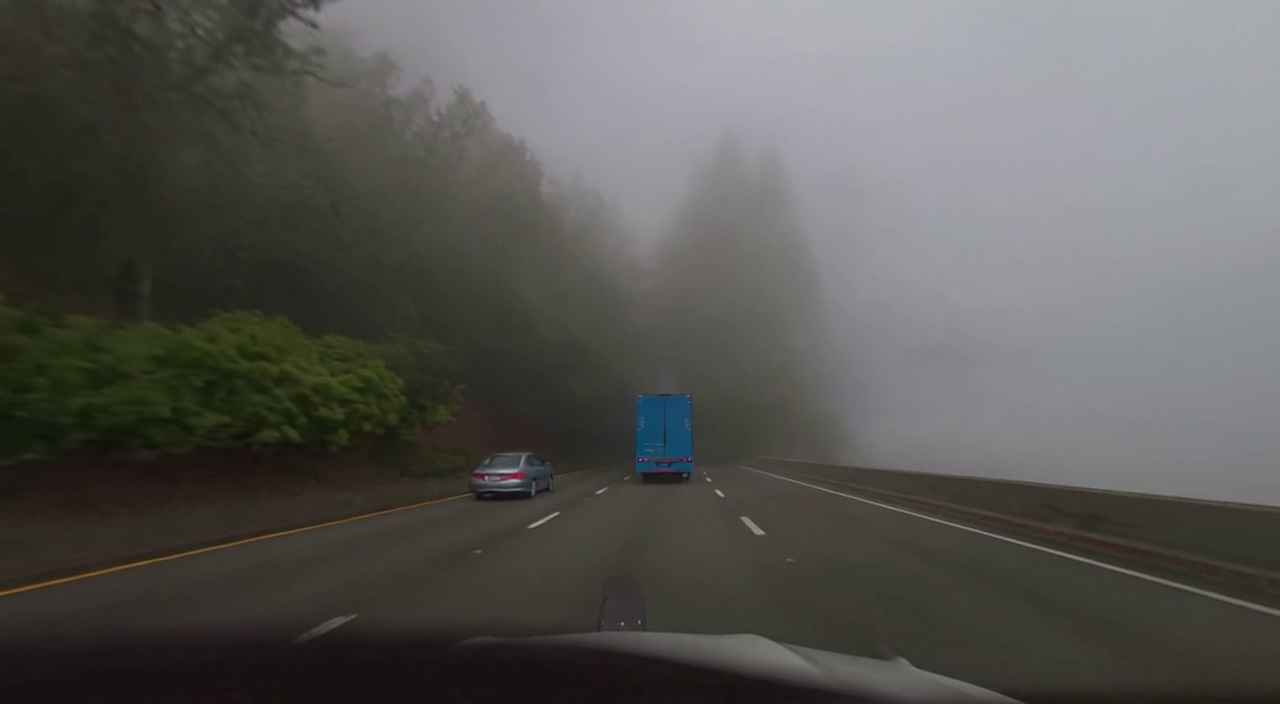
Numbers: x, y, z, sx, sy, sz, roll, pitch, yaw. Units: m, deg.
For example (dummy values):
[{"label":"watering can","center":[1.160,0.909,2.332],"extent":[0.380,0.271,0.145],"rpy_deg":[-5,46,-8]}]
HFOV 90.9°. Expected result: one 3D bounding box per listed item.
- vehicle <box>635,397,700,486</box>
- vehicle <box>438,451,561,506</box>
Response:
[{"label":"vehicle","center":[1.556,4.619,32.251],"extent":[2.821,3.878,8.925],"rpy_deg":[-1,-9,5]},{"label":"vehicle","center":[-3.854,3.565,18.358],"extent":[2.133,1.358,4.870],"rpy_deg":[-1,-9,5]}]
